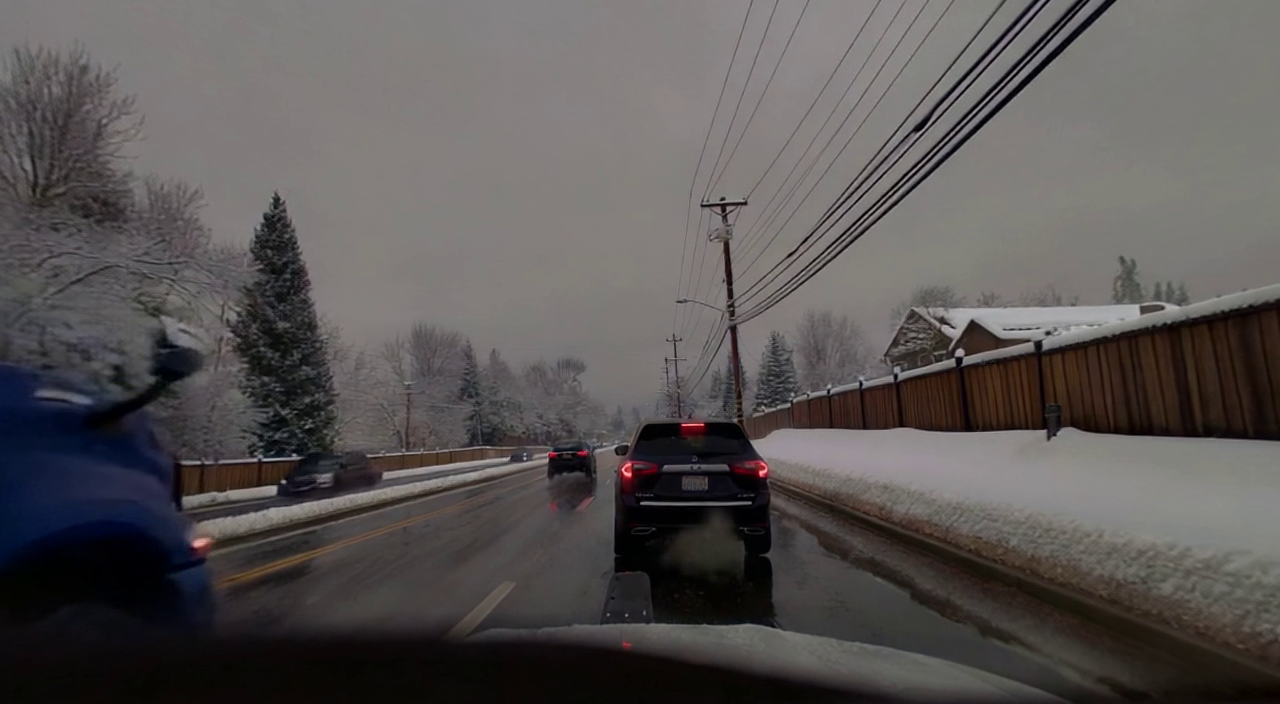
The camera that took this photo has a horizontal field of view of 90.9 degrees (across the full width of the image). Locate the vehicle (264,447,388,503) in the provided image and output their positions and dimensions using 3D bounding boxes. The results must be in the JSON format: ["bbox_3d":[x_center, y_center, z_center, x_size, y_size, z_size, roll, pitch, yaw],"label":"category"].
[{"bbox_3d":[-11.820,4.623,24.256,2.187,1.863,5.152,-1,-9,-1],"label":"vehicle"}]

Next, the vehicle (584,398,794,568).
[{"bbox_3d":[0.485,1.673,8.692,2.174,1.749,4.113,0,-9,-1],"label":"vehicle"}]

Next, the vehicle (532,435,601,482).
[{"bbox_3d":[-2.718,4.075,24.302,2.037,1.639,4.213,0,-9,2],"label":"vehicle"}]
